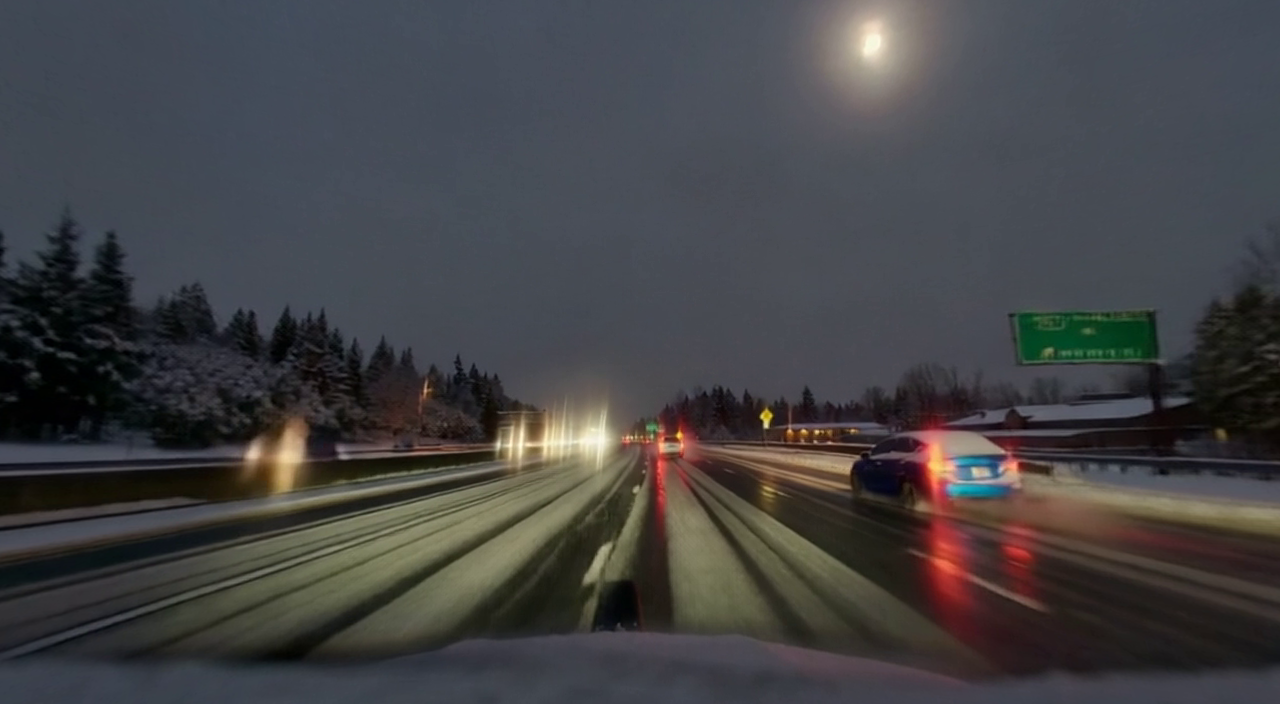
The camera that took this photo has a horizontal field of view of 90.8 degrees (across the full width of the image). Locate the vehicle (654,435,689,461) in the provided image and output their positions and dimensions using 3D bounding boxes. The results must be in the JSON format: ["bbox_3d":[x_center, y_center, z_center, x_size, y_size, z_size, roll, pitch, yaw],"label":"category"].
[{"bbox_3d":[2.113,6.637,43.888,2.127,1.692,4.382,0,-9,-1],"label":"vehicle"}]

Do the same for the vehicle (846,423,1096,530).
[{"bbox_3d":[5.551,2.149,11.502,2.029,1.528,4.644,0,-9,0],"label":"vehicle"}]

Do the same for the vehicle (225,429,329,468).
[{"bbox_3d":[-18.822,5.037,33.125,2.209,1.844,5.345,0,-9,1],"label":"vehicle"}]
